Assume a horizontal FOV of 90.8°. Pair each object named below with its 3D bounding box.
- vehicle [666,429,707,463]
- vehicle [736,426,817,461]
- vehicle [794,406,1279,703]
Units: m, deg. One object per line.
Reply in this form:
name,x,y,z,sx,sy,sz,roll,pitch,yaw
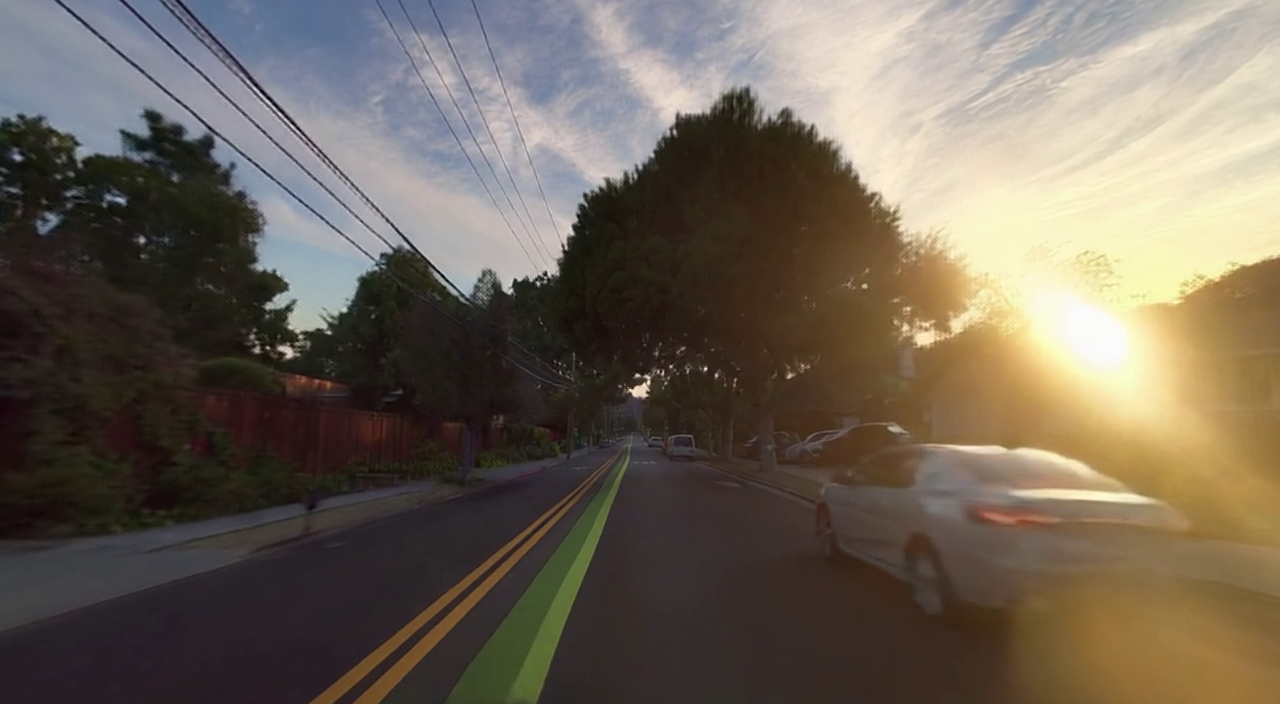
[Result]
vehicle,3.074,6.409,43.054,2.347,2.070,5.735,1,-9,0
vehicle,8.493,5.738,39.613,4.418,1.648,2.017,-6,-9,-1
vehicle,3.056,1.442,5.609,1.989,1.545,5.423,1,-9,0
